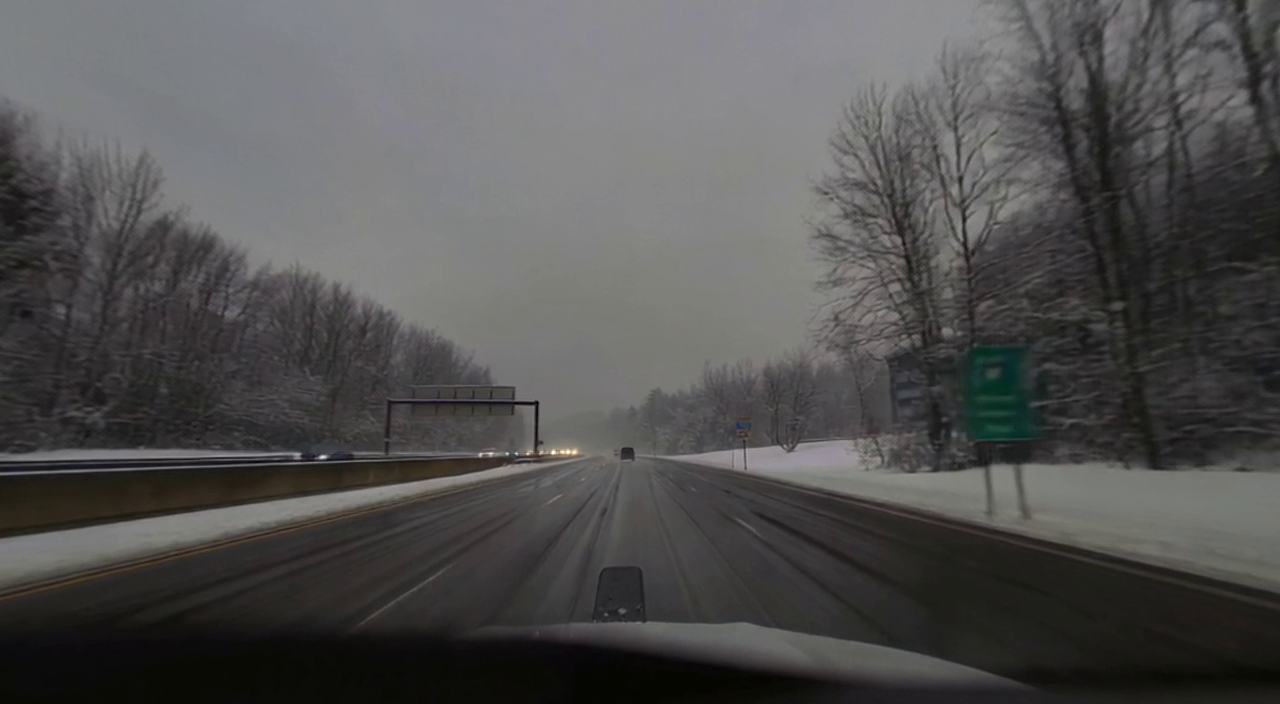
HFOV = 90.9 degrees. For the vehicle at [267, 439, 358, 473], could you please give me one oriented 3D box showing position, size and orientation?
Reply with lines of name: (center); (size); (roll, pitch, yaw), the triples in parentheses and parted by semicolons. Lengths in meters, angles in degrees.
vehicle: (-15.245, 4.863, 29.668); (1.922, 1.465, 4.498); (0, -9, -1)
